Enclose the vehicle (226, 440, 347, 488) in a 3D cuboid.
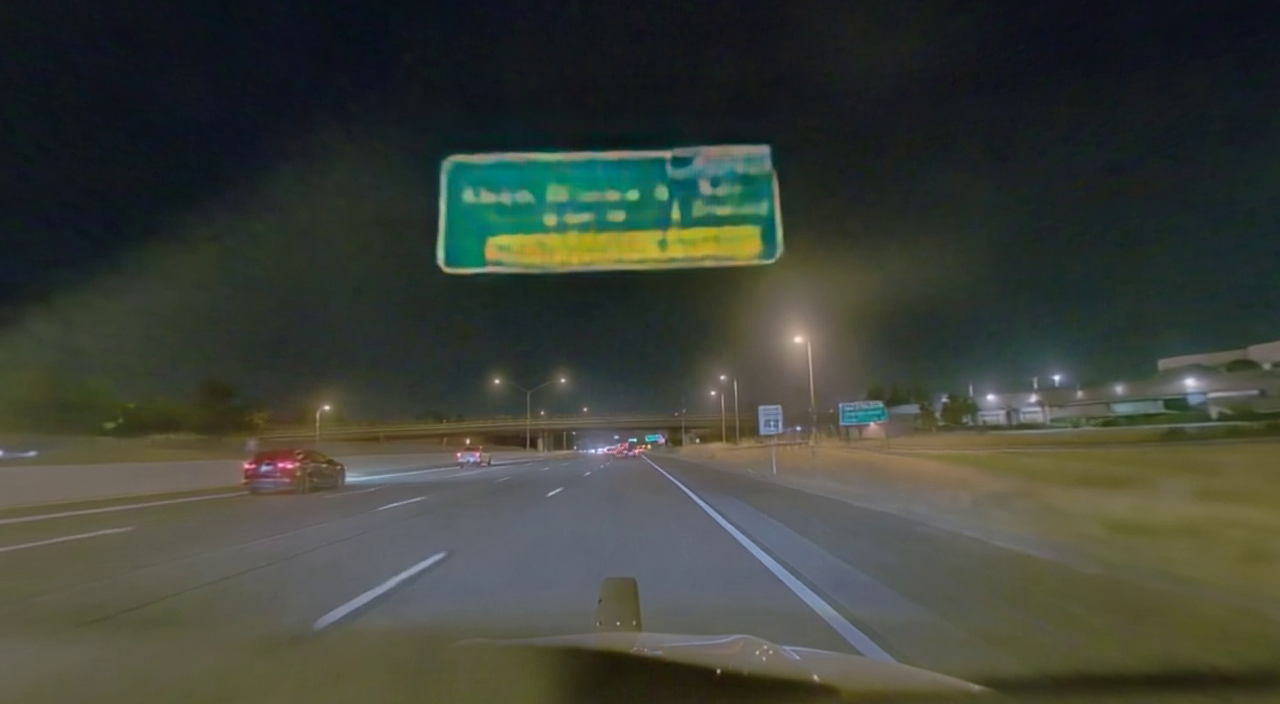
[{"bbox_3d":[-14.536,4.629,26.446,2.049,1.792,5.177,0,-9,0],"label":"vehicle"}]
